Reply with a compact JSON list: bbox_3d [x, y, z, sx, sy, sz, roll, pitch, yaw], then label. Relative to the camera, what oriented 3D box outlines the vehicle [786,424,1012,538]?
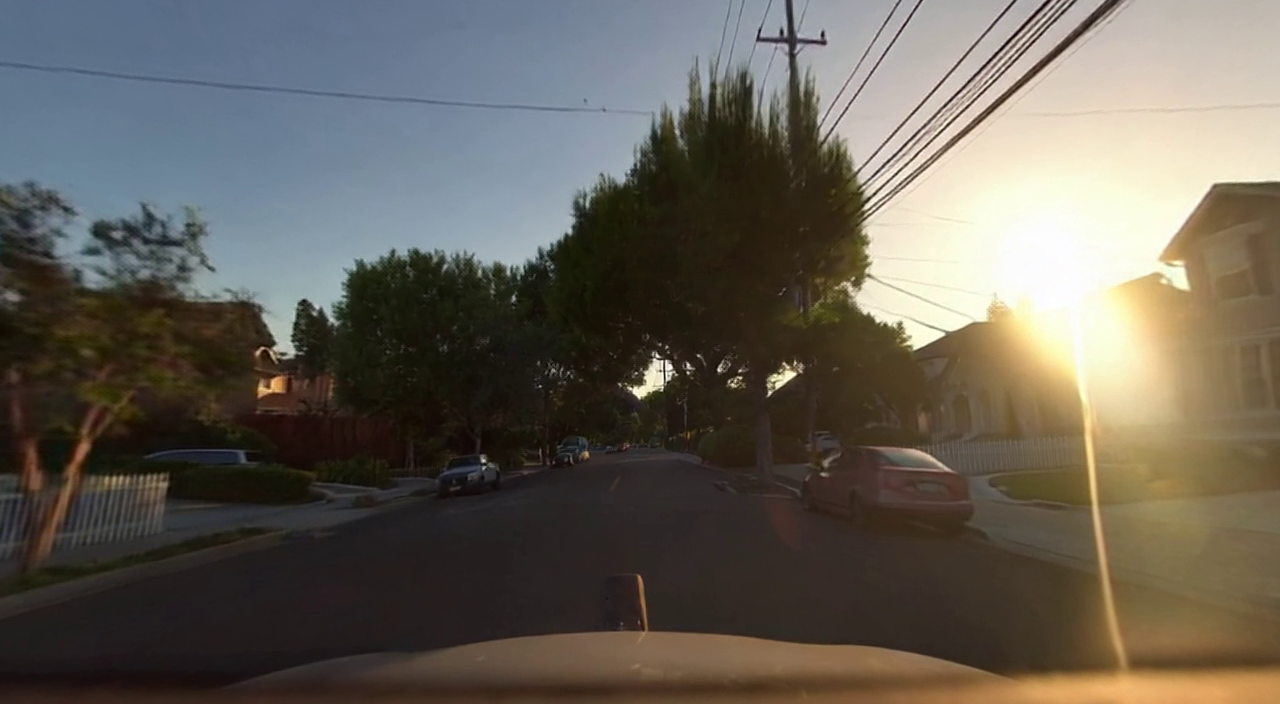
[{"bbox_3d":[4.085,2.093,10.822,2.020,1.558,3.925,0,-8,-3],"label":"vehicle"}]

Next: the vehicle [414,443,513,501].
[{"bbox_3d":[-5.915,4.043,21.859,1.954,1.551,5.128,-3,-7,0],"label":"vehicle"}]
